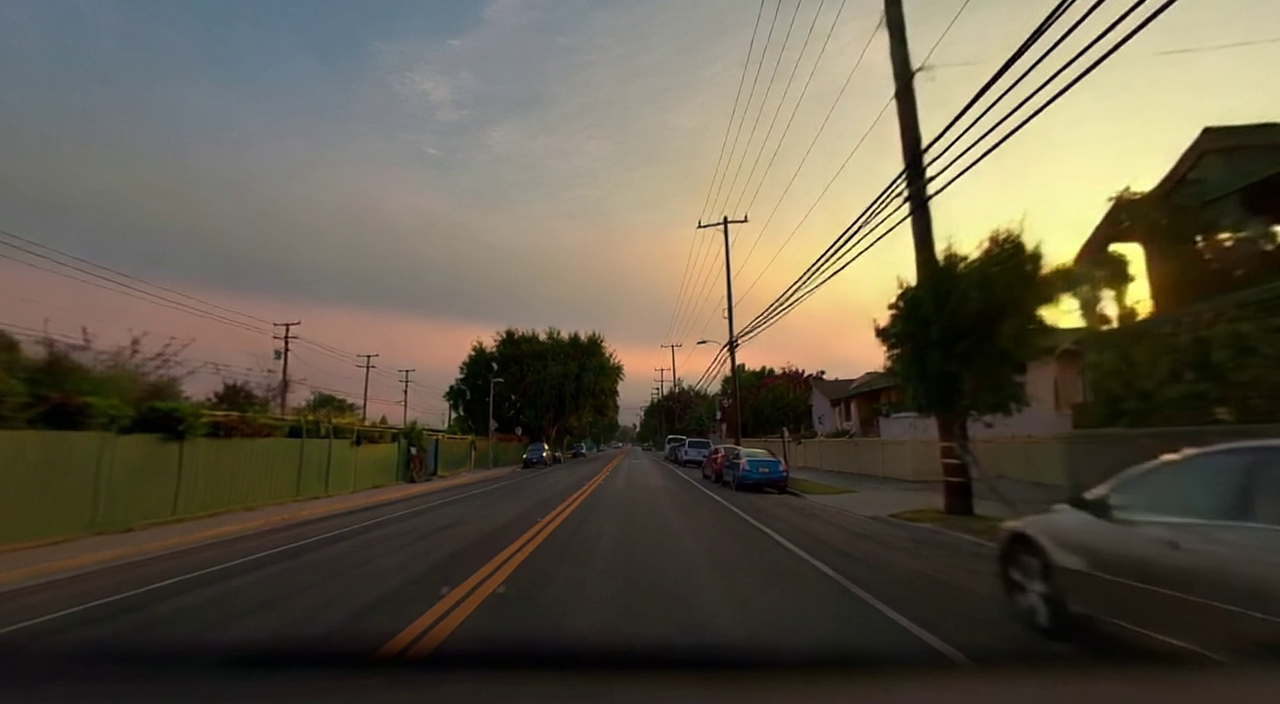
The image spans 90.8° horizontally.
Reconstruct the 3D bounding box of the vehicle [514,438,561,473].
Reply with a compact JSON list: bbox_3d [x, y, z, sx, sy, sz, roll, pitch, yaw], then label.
[{"bbox_3d":[-6.805,6.888,42.491,2.268,2.154,5.321,0,-8,0],"label":"vehicle"}]

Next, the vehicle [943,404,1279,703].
[{"bbox_3d":[3.544,1.016,2.815,2.029,1.513,4.577,0,-9,-1],"label":"vehicle"}]

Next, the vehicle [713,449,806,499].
[{"bbox_3d":[3.515,3.648,19.365,1.984,1.342,4.066,0,-9,-1],"label":"vehicle"}]

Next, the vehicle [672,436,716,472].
[{"bbox_3d":[3.175,6.188,38.392,2.053,2.005,5.495,0,-9,-1],"label":"vehicle"}]
